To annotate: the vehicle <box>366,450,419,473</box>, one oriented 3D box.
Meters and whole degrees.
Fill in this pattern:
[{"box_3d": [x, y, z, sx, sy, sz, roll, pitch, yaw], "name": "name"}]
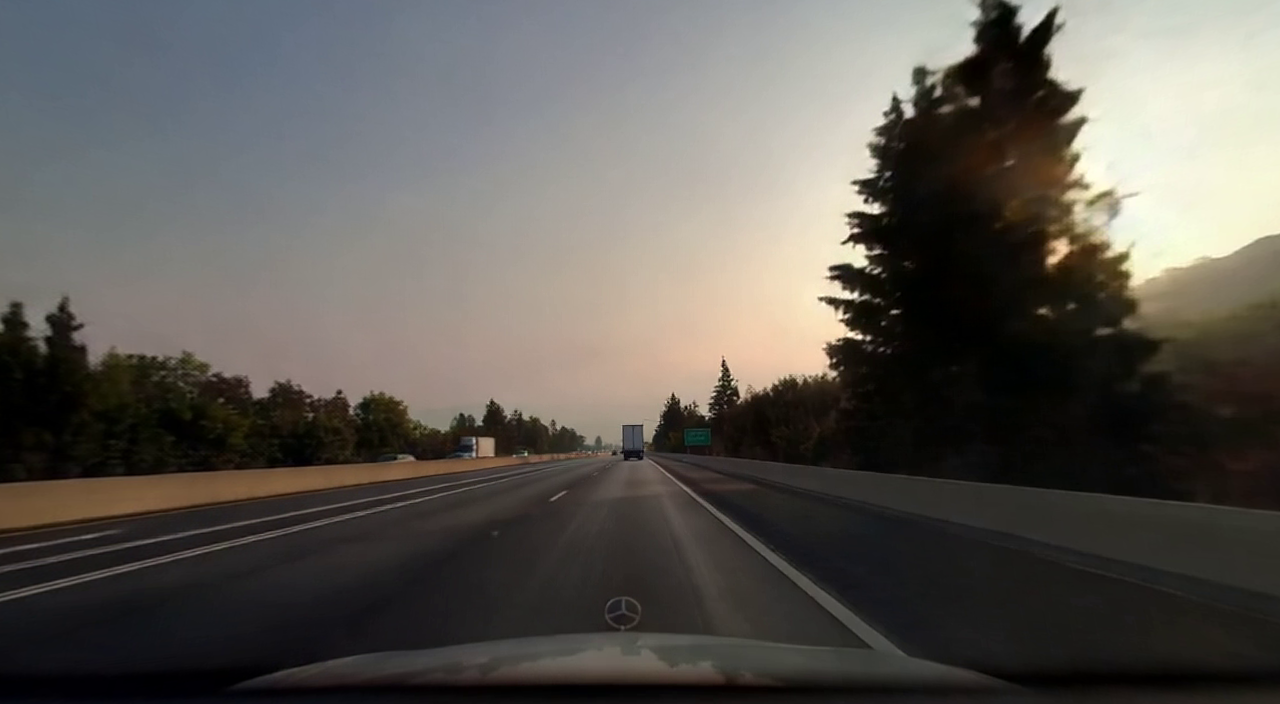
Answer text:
[{"box_3d": [-18.219, 8.099, 46.738, 1.950, 1.586, 4.785, 0, -9, 0], "name": "vehicle"}]
